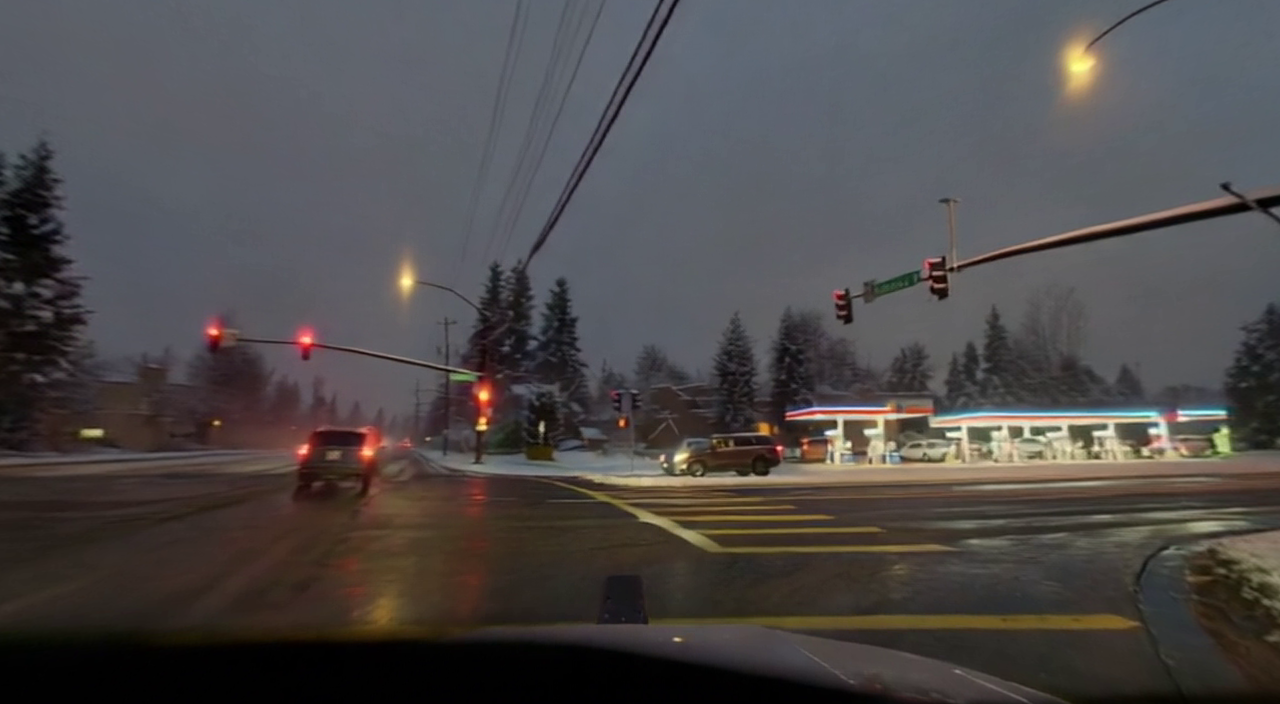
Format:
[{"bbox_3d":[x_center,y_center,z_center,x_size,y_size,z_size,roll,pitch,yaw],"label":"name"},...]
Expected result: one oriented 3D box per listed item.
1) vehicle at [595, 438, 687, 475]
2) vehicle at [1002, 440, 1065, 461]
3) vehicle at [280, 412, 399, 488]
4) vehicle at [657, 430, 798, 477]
[{"bbox_3d":[-0.003,4.792,28.791,3.990,1.548,1.780,2,-9,-9],"label":"vehicle"},{"bbox_3d":[28.461,7.106,45.372,3.805,1.451,1.641,3,-9,-15],"label":"vehicle"},{"bbox_3d":[-8.459,2.835,18.192,2.300,1.868,4.690,3,-9,-16],"label":"vehicle"},{"bbox_3d":[3.407,3.972,24.729,5.149,1.725,1.964,3,-8,-17],"label":"vehicle"}]
